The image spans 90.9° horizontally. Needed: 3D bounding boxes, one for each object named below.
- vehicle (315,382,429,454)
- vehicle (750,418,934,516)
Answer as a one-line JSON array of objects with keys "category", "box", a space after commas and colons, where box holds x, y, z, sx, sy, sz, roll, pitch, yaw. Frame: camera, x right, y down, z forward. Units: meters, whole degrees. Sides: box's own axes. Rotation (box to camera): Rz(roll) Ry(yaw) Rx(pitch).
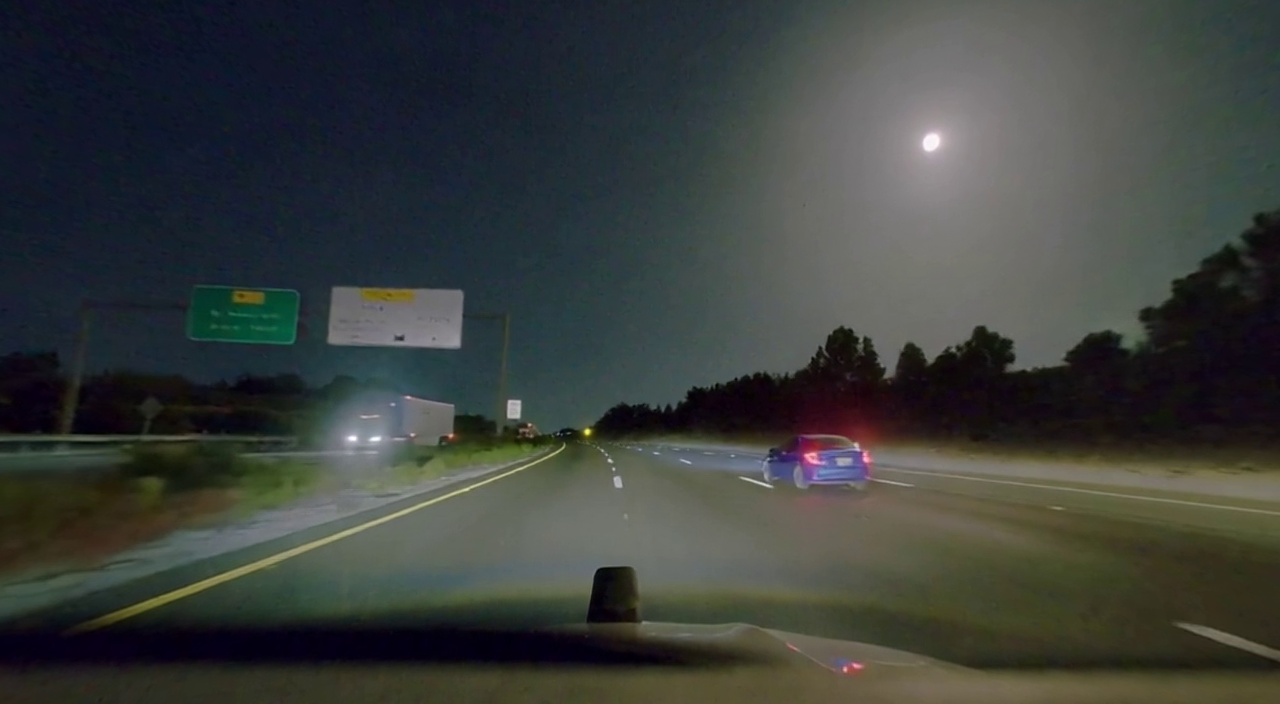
[{"category": "vehicle", "box": [-15.686, 4.139, 38.135, 2.909, 3.700, 10.842, 0, -8, -5]}, {"category": "vehicle", "box": [3.737, 2.192, 12.611, 1.997, 1.589, 4.179, 1, -8, -5]}]
